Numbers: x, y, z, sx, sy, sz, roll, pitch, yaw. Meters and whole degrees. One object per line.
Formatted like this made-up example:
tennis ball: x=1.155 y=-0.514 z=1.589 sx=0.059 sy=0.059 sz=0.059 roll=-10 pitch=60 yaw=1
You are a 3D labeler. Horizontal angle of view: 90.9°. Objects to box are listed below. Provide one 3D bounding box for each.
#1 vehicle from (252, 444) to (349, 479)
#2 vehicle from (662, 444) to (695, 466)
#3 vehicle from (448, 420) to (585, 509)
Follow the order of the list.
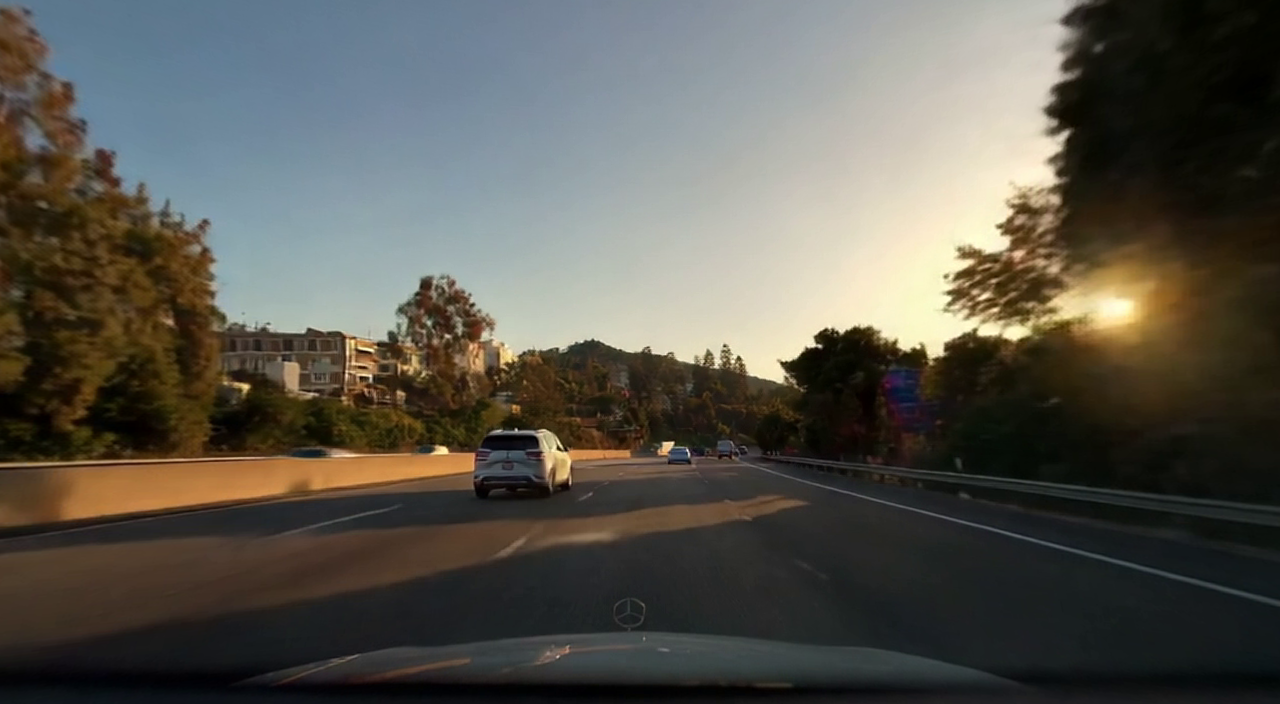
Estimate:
vehicle: x=-15.708 y=5.066 z=29.481 sx=1.907 sy=1.454 sz=4.406 roll=0 pitch=-8 yaw=3
vehicle: x=2.650 y=7.057 z=43.387 sx=2.158 sy=1.458 sz=3.656 roll=-1 pitch=-9 yaw=4
vehicle: x=-2.796 y=2.721 z=15.636 sx=2.185 sy=1.823 sz=4.854 roll=0 pitch=-9 yaw=3
